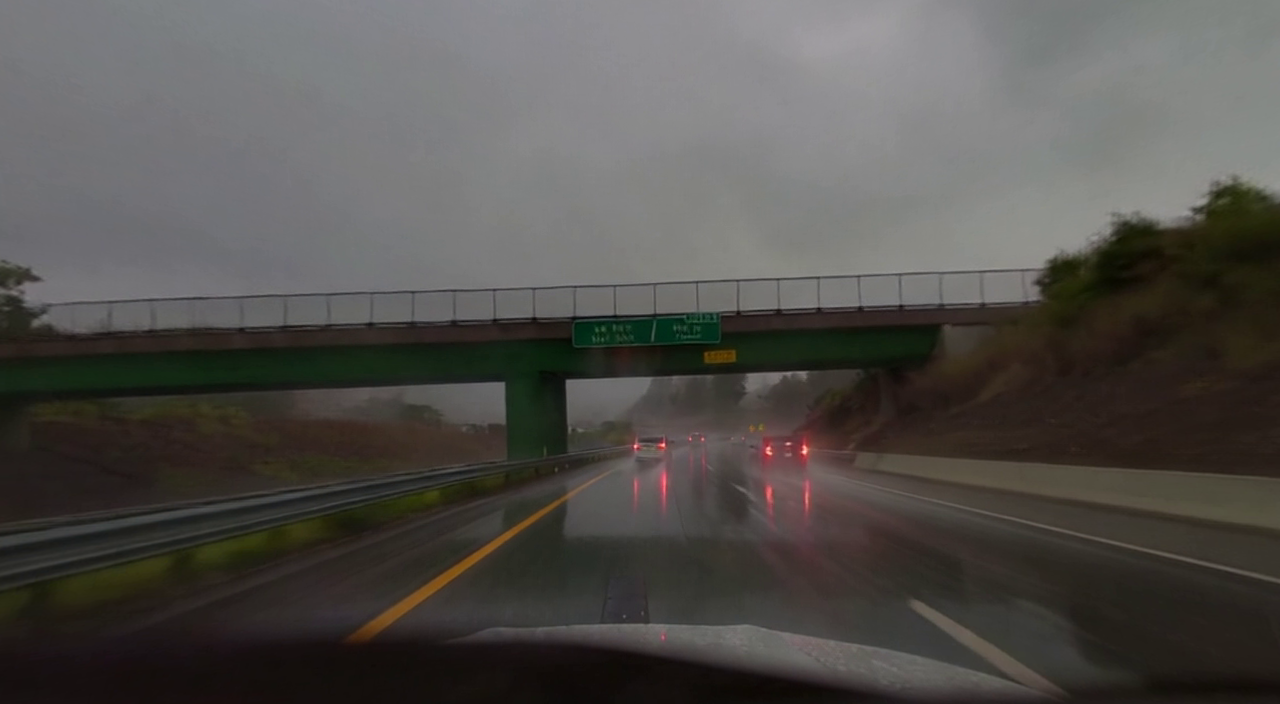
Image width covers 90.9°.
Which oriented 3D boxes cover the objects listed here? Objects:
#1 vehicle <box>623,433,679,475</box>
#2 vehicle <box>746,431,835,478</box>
[{"bbox_3d":[0.491,3.916,24.375,1.993,1.461,3.812,-1,-8,3],"label":"vehicle"},{"bbox_3d":[5.197,3.603,22.459,2.163,1.489,4.470,0,-8,2],"label":"vehicle"}]
